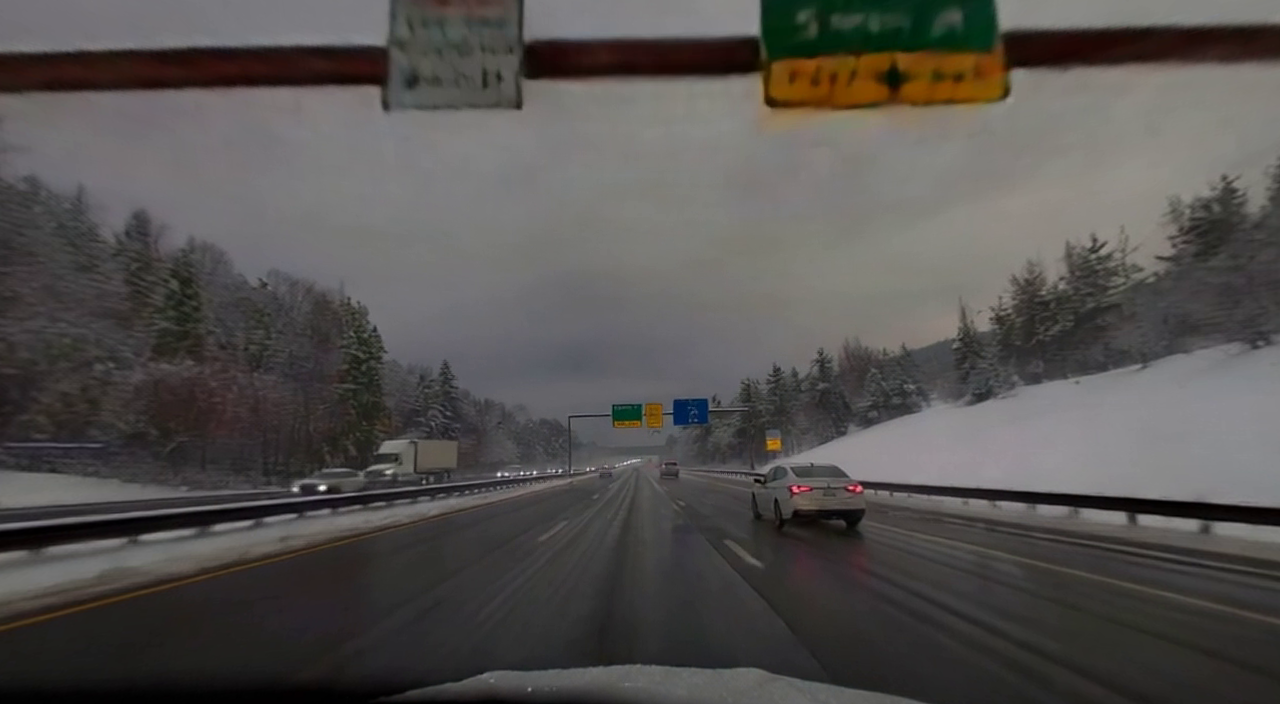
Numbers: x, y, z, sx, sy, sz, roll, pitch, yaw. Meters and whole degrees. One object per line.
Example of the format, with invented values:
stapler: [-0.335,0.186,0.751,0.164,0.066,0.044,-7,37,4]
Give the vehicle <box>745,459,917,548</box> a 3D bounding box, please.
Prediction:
vehicle: [3.645,3.007,13.051,2.051,1.472,4.547,1,-10,-1]

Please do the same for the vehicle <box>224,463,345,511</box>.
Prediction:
vehicle: [-12.162,4.630,21.874,1.858,1.446,3.923,1,-10,0]
